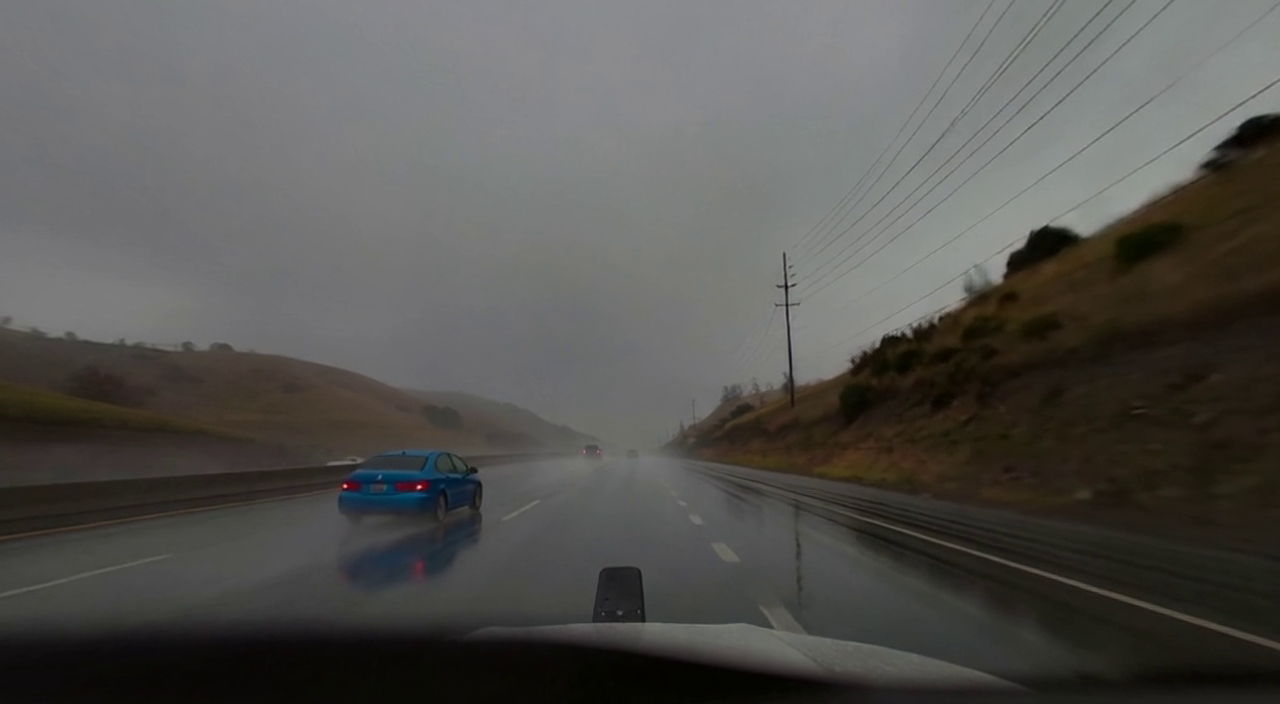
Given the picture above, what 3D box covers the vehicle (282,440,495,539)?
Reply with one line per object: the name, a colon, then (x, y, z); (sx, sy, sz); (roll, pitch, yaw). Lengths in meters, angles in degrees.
vehicle: (-4.423, 2.486, 12.202); (2.064, 1.489, 4.966); (0, -9, 0)
